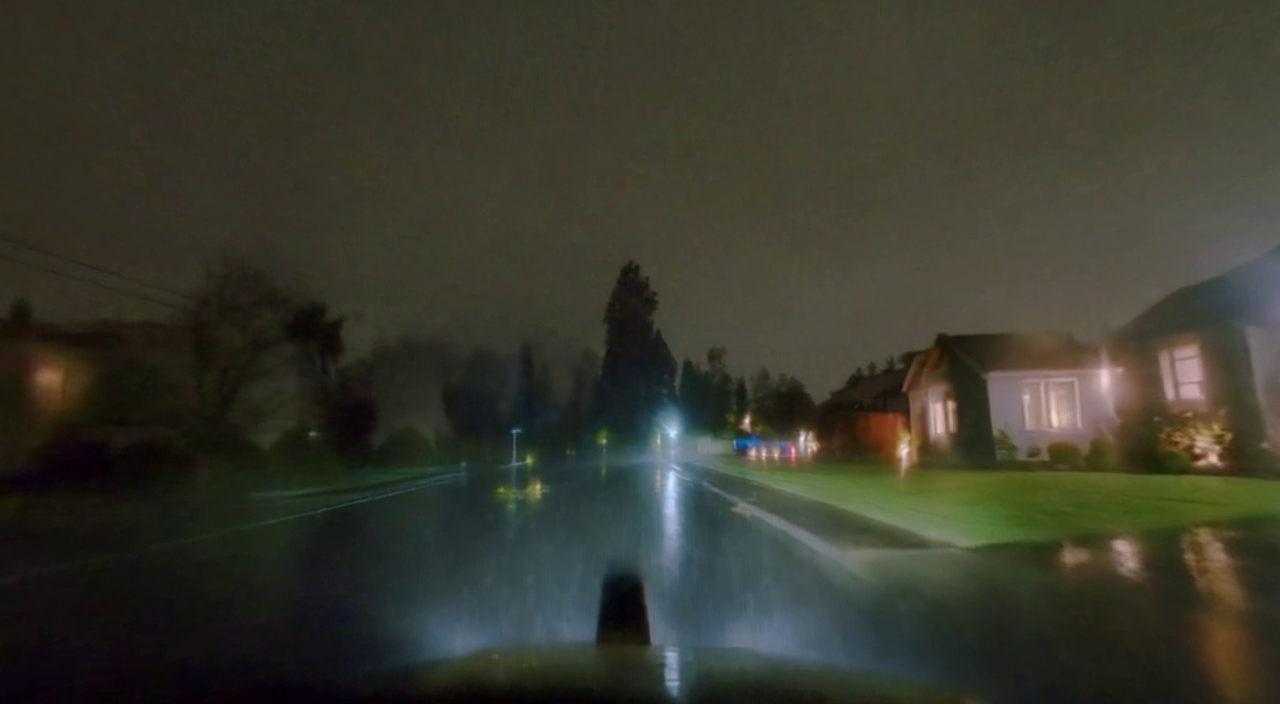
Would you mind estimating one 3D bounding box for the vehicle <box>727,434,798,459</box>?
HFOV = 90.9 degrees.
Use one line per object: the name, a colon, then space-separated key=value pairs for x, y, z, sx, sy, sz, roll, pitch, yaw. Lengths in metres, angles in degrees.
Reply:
vehicle: x=7.956 y=6.145 z=41.189 sx=4.153 sy=1.605 sz=1.835 roll=0 pitch=-7 yaw=-3
